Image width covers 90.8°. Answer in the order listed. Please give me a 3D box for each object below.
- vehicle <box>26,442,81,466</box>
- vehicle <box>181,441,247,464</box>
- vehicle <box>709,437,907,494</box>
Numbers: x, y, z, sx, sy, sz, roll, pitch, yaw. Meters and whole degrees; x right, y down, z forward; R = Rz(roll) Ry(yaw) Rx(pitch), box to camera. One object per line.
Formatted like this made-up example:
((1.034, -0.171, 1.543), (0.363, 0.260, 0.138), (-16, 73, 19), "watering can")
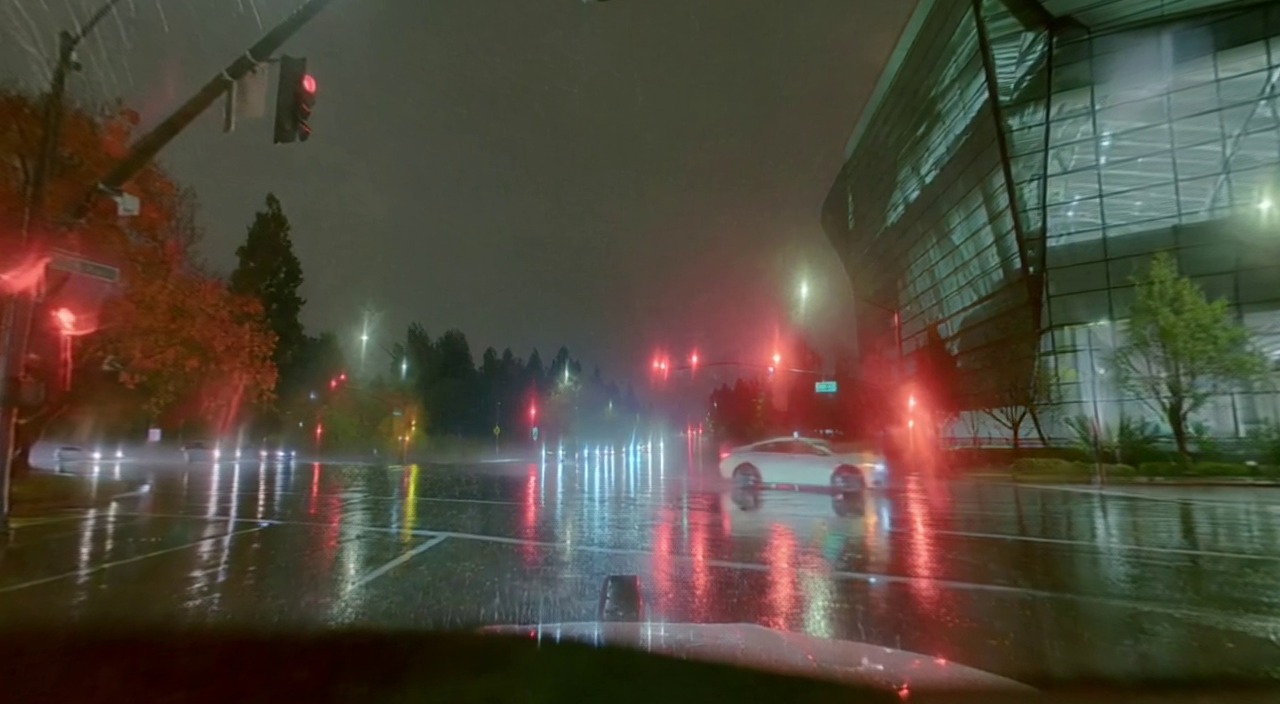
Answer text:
((-35.700, 6.176, 38.416), (4.323, 1.390, 1.953), (-8, -11, 42), "vehicle")
((-28.321, 6.645, 41.975), (4.380, 1.455, 1.869), (-5, -10, 31), "vehicle")
((4.990, 3.399, 19.319), (5.408, 1.505, 2.091), (-7, -11, 37), "vehicle")
